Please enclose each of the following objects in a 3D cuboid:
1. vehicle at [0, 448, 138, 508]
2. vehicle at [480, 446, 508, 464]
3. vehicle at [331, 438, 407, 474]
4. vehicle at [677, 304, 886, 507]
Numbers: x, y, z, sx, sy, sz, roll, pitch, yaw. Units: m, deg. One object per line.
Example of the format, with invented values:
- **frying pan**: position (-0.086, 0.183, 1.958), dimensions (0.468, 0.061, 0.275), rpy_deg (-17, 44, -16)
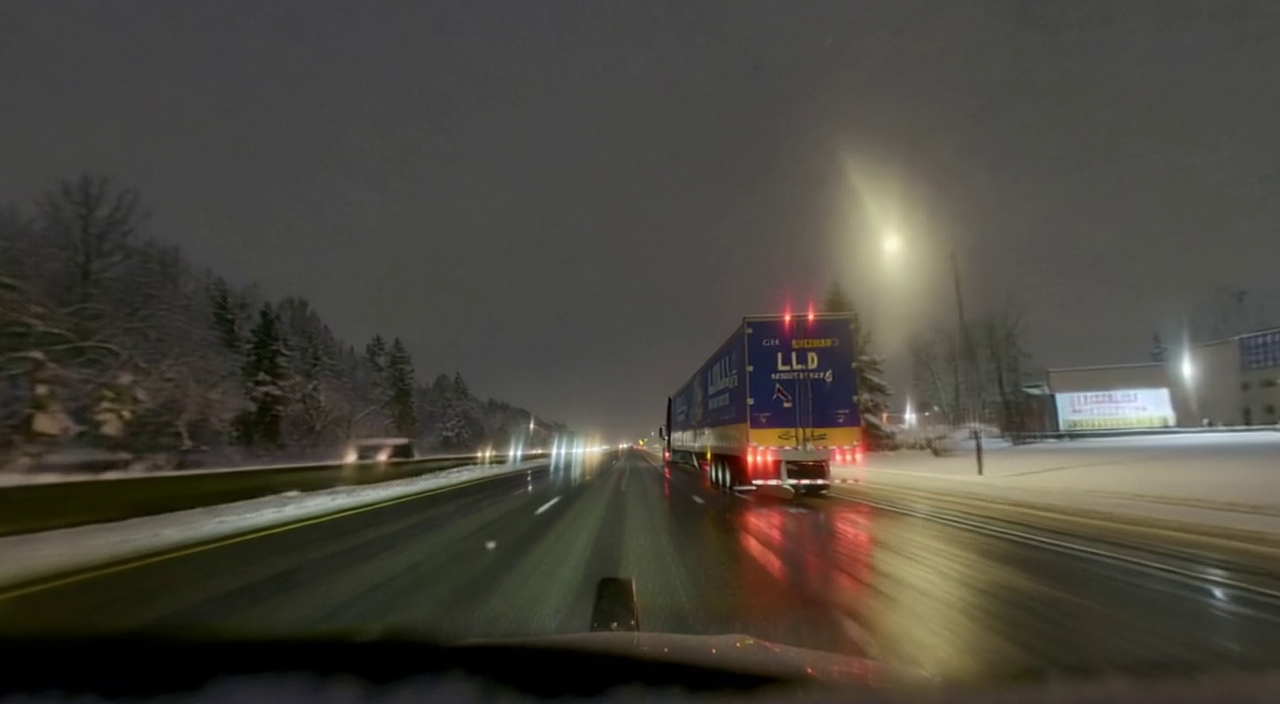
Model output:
- **vehicle**: position (-14.796, 3.100, 15.934), dimensions (1.548, 1.334, 3.245), rpy_deg (0, -9, 0)
- **vehicle**: position (-11.322, 8.013, 49.146), dimensions (1.452, 1.311, 3.176), rpy_deg (0, -9, 0)
- **vehicle**: position (-11.183, 4.310, 26.304), dimensions (1.679, 1.408, 3.364), rpy_deg (0, -9, 0)
- **vehicle**: position (3.534, 2.392, 22.183), dimensions (2.891, 4.387, 17.121), rpy_deg (0, -9, -2)
